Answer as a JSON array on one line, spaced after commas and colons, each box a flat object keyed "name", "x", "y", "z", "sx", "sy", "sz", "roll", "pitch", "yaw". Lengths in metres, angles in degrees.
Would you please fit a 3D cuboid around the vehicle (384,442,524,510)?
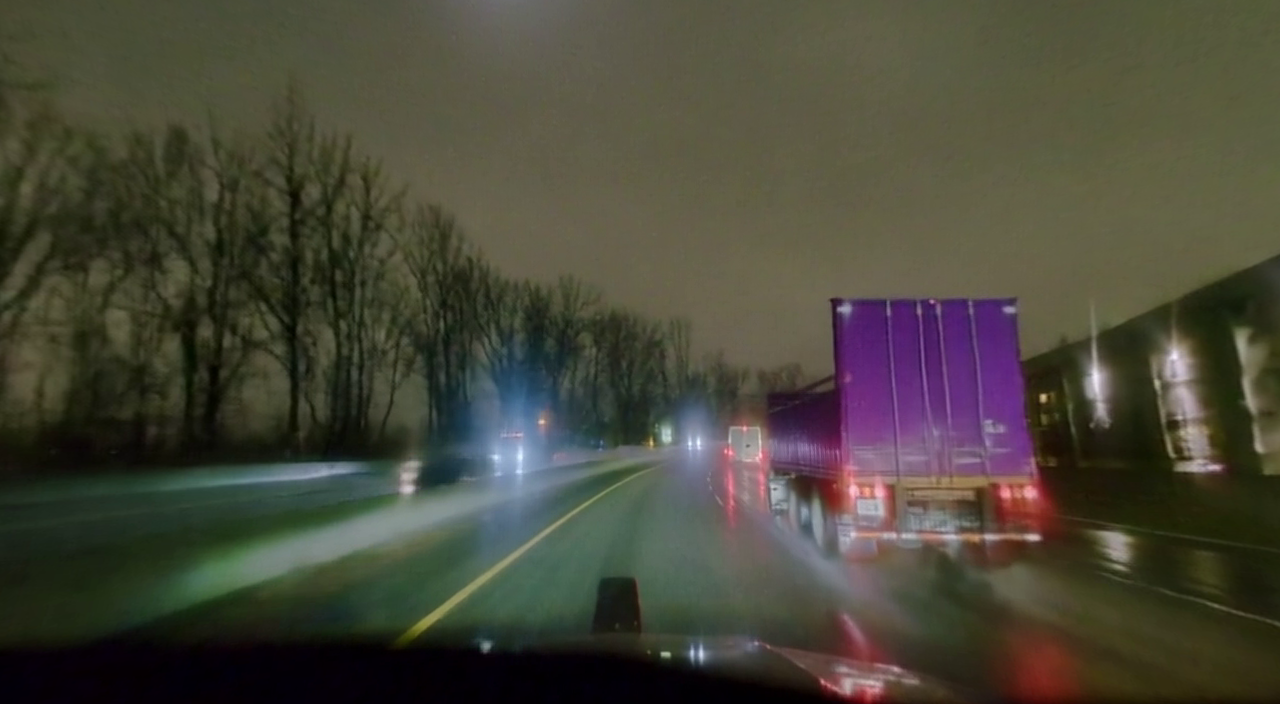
[{"name": "vehicle", "x": -4.708, "y": 3.206, "z": 16.677, "sx": 2.054, "sy": 1.525, "sz": 4.441, "roll": -1, "pitch": -9, "yaw": 5}]

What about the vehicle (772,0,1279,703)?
[{"name": "vehicle", "x": 3.926, "y": 0.649, "z": 4.622, "sx": 2.916, "sy": 3.563, "sz": 14.462, "roll": 0, "pitch": -9, "yaw": 1}]

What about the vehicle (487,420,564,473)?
[{"name": "vehicle", "x": -6.453, "y": 5.510, "z": 36.387, "sx": 2.492, "sy": 2.808, "sz": 5.904, "roll": -2, "pitch": -9, "yaw": 10}]
